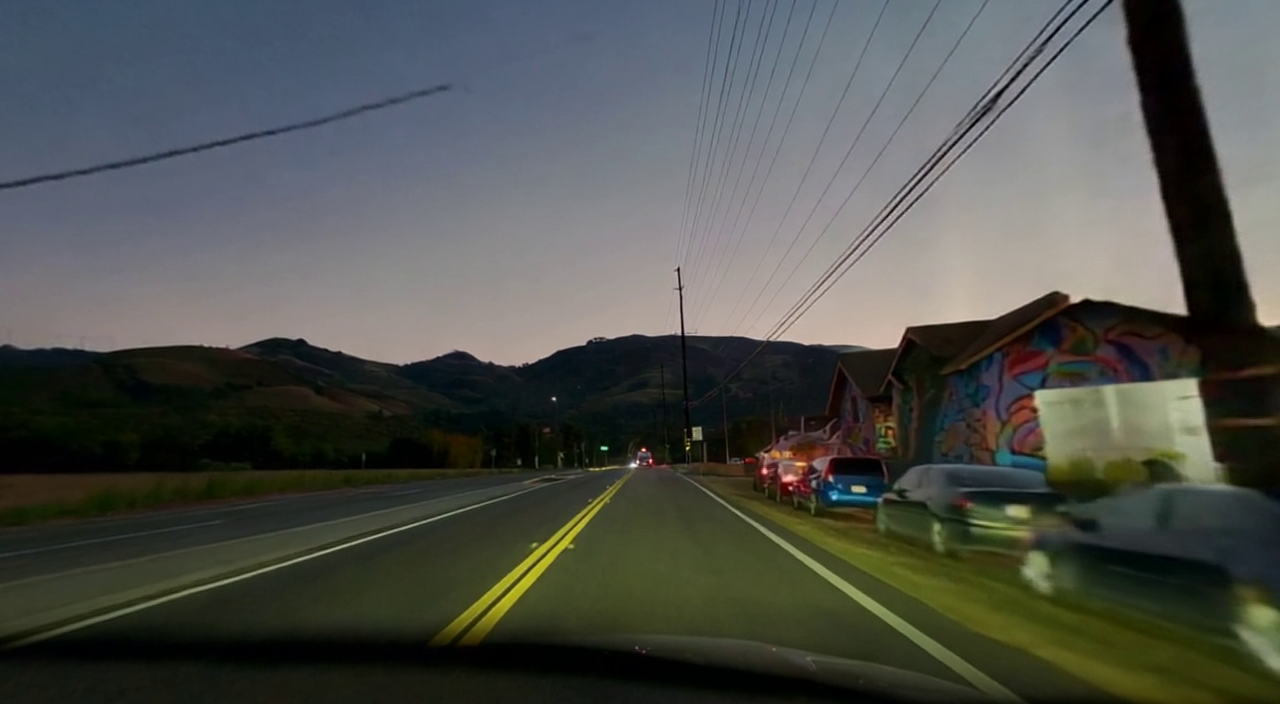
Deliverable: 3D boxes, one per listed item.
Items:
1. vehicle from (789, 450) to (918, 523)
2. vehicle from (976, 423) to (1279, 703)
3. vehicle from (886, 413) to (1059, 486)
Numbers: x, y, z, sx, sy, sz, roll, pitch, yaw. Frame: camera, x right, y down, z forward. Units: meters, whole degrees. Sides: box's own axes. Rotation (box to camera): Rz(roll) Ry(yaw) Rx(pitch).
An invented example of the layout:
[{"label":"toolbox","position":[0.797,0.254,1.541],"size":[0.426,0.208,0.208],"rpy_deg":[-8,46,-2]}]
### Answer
[{"label":"vehicle","position":[5.742,3.637,17.750],"size":[2.056,1.693,4.803],"rpy_deg":[0,-9,1]},{"label":"vehicle","position":[5.234,1.593,5.326],"size":[2.072,1.889,4.468],"rpy_deg":[-5,-11,-2]},{"label":"vehicle","position":[8.741,2.647,17.299],"size":[2.082,1.678,5.079],"rpy_deg":[0,-9,1]}]
